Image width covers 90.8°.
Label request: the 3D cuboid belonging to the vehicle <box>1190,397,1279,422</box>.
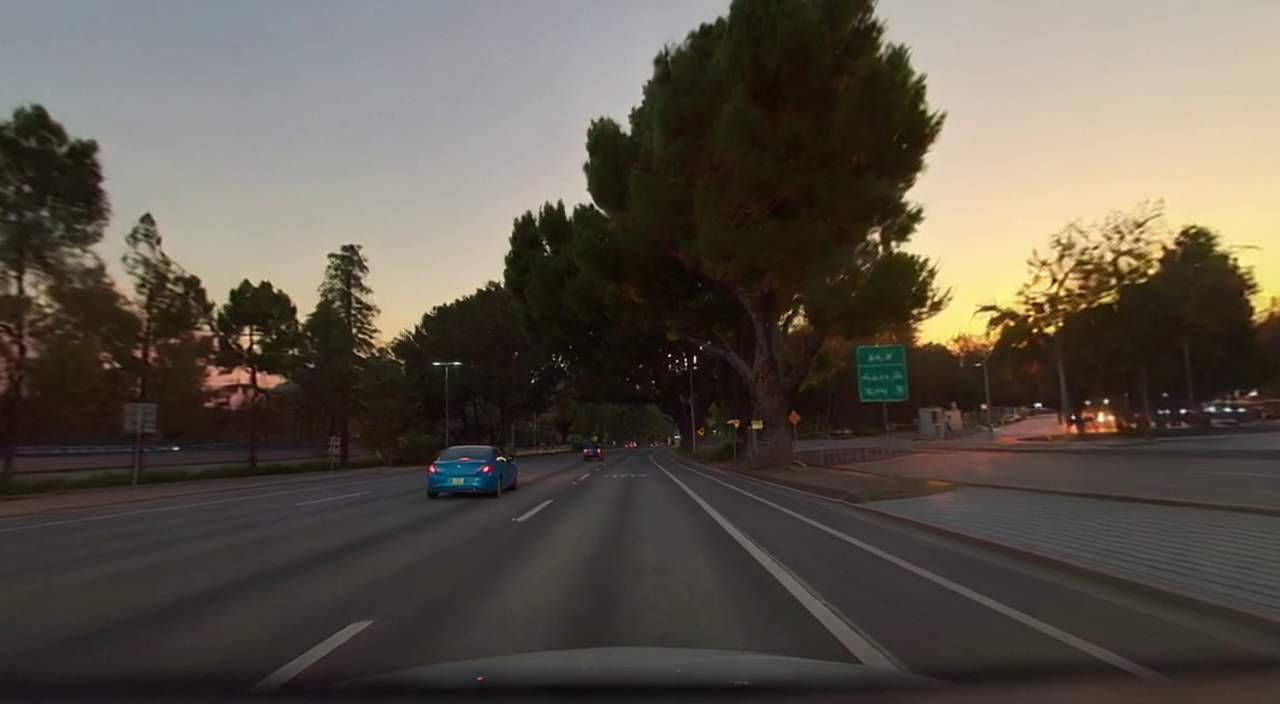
[{"bbox_3d":[46.481,4.534,49.273,1.860,1.607,4.938,4,-9,-29],"label":"vehicle"}]

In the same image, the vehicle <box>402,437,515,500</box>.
[{"bbox_3d":[-4.723,3.065,17.123,1.964,1.472,4.078,0,-8,-2],"label":"vehicle"}]
